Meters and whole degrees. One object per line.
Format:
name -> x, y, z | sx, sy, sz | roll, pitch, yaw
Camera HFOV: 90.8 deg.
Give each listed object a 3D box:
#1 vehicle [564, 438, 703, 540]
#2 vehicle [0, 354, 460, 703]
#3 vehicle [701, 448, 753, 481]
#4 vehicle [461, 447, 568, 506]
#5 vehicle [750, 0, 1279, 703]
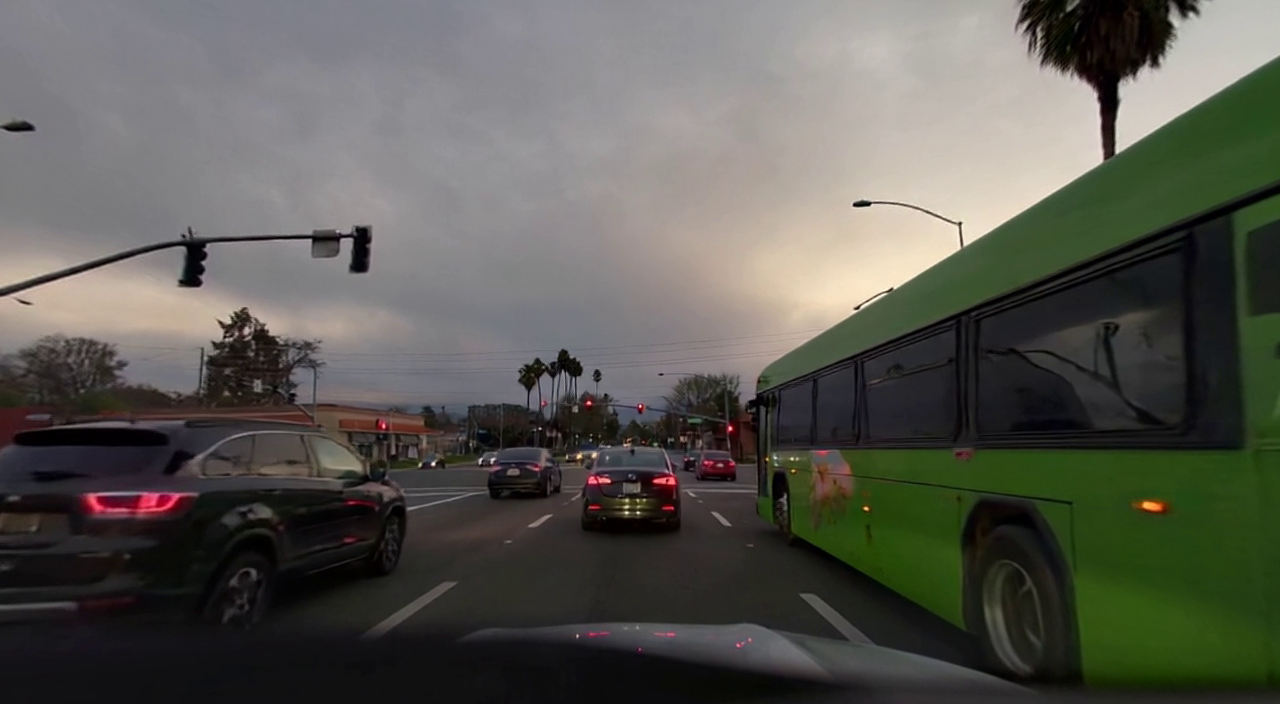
vehicle -> -0.097, 2.329, 11.378 | 2.060, 1.499, 3.831 | 0, -9, 0
vehicle -> -3.459, 1.293, 5.618 | 2.145, 1.824, 4.974 | 0, -9, 1
vehicle -> 4.219, 5.497, 31.184 | 1.989, 1.467, 4.364 | 0, -9, 1
vehicle -> -3.264, 3.317, 17.329 | 1.919, 1.415, 4.178 | -1, -9, 2
vehicle -> 3.662, 0.094, 5.257 | 3.068, 4.026, 13.534 | 0, -9, 0
